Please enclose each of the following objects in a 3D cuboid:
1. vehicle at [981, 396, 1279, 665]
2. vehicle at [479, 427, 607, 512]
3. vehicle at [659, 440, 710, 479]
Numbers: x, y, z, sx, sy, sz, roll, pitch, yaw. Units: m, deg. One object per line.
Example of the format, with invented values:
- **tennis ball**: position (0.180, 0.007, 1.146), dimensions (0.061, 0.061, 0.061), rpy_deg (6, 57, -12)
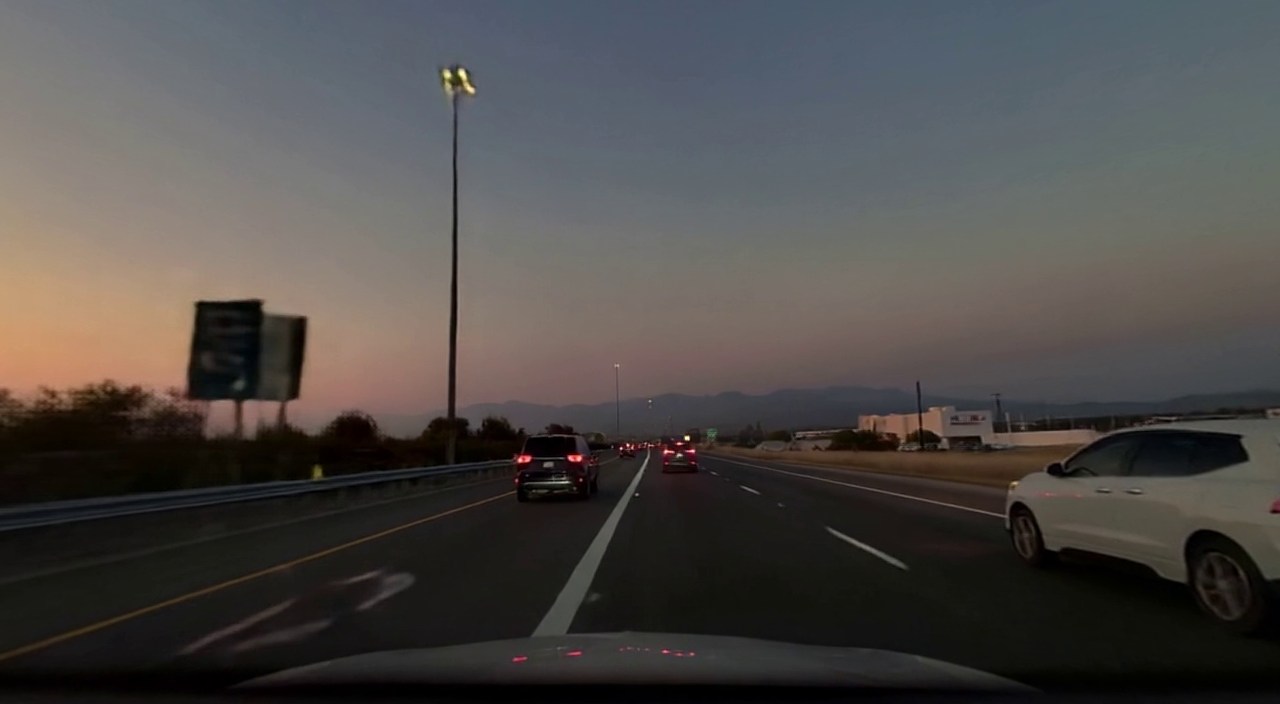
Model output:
- **vehicle**: position (4.855, 1.211, 4.788), dimensions (2.027, 1.588, 4.611), rpy_deg (0, -8, 2)
- **vehicle**: position (-2.147, 2.795, 15.513), dimensions (2.239, 1.761, 4.620), rpy_deg (-1, -8, 2)
- **vehicle**: position (1.845, 4.614, 27.364), dimensions (2.000, 1.558, 3.945), rpy_deg (0, -8, 1)
